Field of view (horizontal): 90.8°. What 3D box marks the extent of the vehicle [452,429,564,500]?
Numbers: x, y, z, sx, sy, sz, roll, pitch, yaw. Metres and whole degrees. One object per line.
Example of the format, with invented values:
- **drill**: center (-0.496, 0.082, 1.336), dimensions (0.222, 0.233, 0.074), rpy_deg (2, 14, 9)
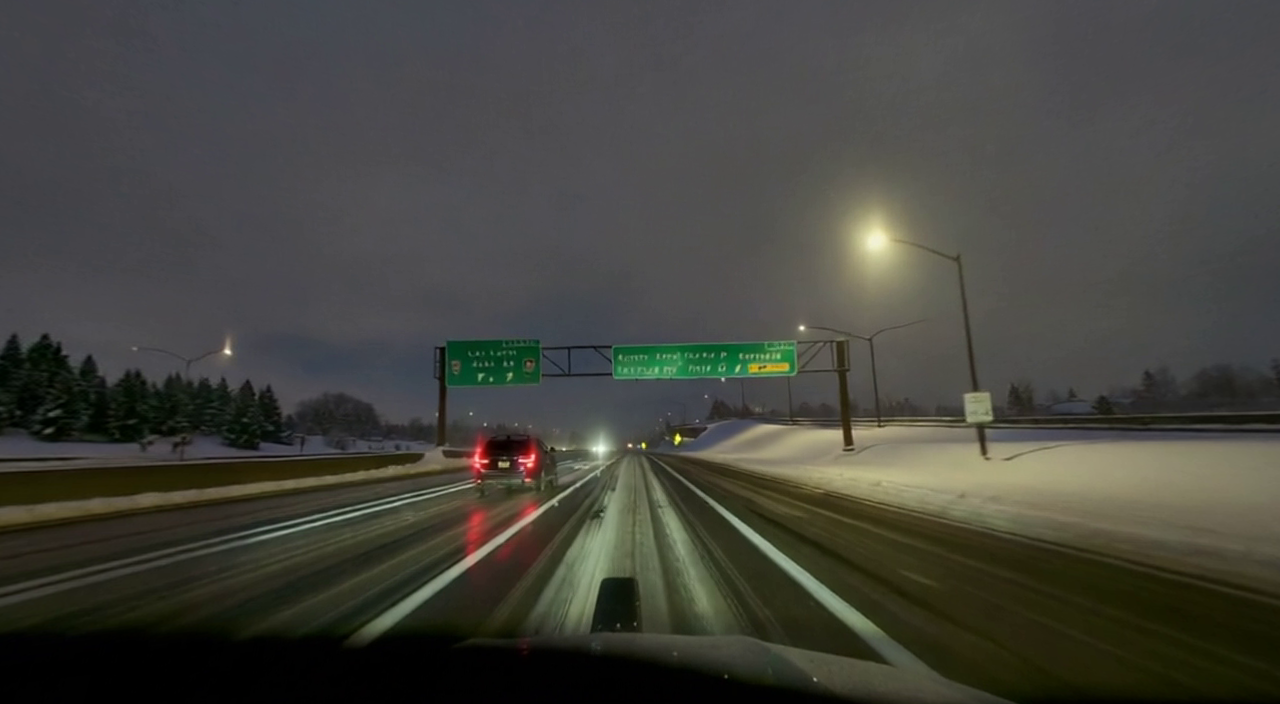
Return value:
- **vehicle**: center (-3.457, 3.038, 17.537), dimensions (2.178, 1.699, 4.321), rpy_deg (0, -8, 0)
